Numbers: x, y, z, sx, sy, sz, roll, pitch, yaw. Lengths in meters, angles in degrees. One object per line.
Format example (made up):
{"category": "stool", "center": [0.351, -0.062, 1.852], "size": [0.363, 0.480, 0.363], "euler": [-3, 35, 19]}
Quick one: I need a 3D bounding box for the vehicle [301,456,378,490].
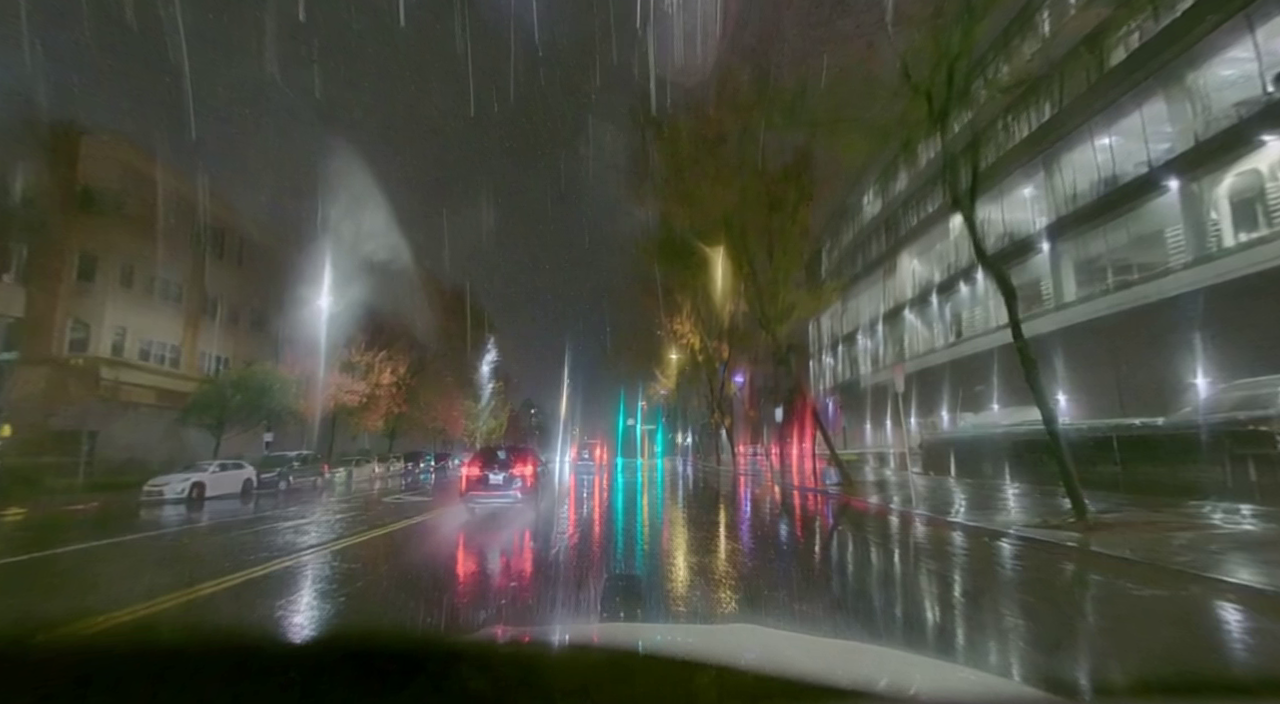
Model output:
{"category": "vehicle", "center": [-15.504, 6.219, 32.858], "size": [1.942, 1.431, 4.553], "euler": [-5, -9, -3]}

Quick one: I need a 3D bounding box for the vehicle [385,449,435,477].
{"category": "vehicle", "center": [-15.892, 7.673, 43.852], "size": [1.897, 1.805, 4.538], "euler": [0, -8, -2]}

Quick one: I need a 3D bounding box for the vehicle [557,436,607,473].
{"category": "vehicle", "center": [-3.021, 5.475, 33.934], "size": [2.190, 1.840, 4.720], "euler": [0, -8, 1]}

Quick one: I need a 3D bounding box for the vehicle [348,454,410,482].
{"category": "vehicle", "center": [-15.659, 6.987, 38.186], "size": [1.871, 1.485, 4.573], "euler": [0, -8, -1]}

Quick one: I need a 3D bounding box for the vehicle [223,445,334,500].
{"category": "vehicle", "center": [-15.489, 5.152, 27.458], "size": [2.129, 1.967, 4.907], "euler": [-4, -9, -3]}

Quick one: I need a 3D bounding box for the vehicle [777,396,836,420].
{"category": "vehicle", "center": [12.069, 4.072, 45.941], "size": [3.827, 1.556, 1.730], "euler": [-1, -8, 0]}

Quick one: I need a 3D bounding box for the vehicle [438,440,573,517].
{"category": "vehicle", "center": [-2.790, 2.722, 14.153], "size": [2.051, 1.454, 4.132], "euler": [0, -8, 1]}

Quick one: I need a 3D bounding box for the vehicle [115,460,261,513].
{"category": "vehicle", "center": [-15.588, 4.614, 22.167], "size": [1.775, 1.461, 4.433], "euler": [-4, -9, 2]}
